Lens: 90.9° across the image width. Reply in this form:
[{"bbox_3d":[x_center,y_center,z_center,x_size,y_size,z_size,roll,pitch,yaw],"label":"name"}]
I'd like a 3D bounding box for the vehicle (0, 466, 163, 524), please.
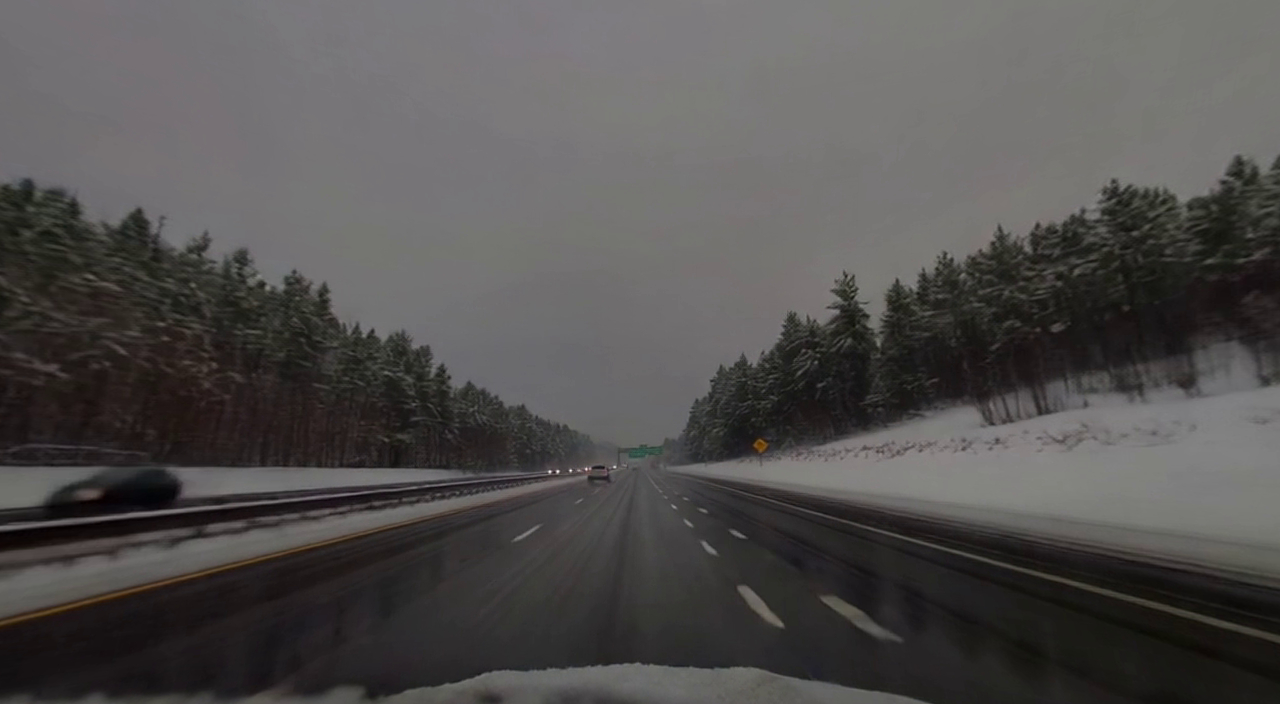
[{"bbox_3d":[-16.127,4.006,18.044,1.862,1.433,3.846,1,-10,0],"label":"vehicle"}]
